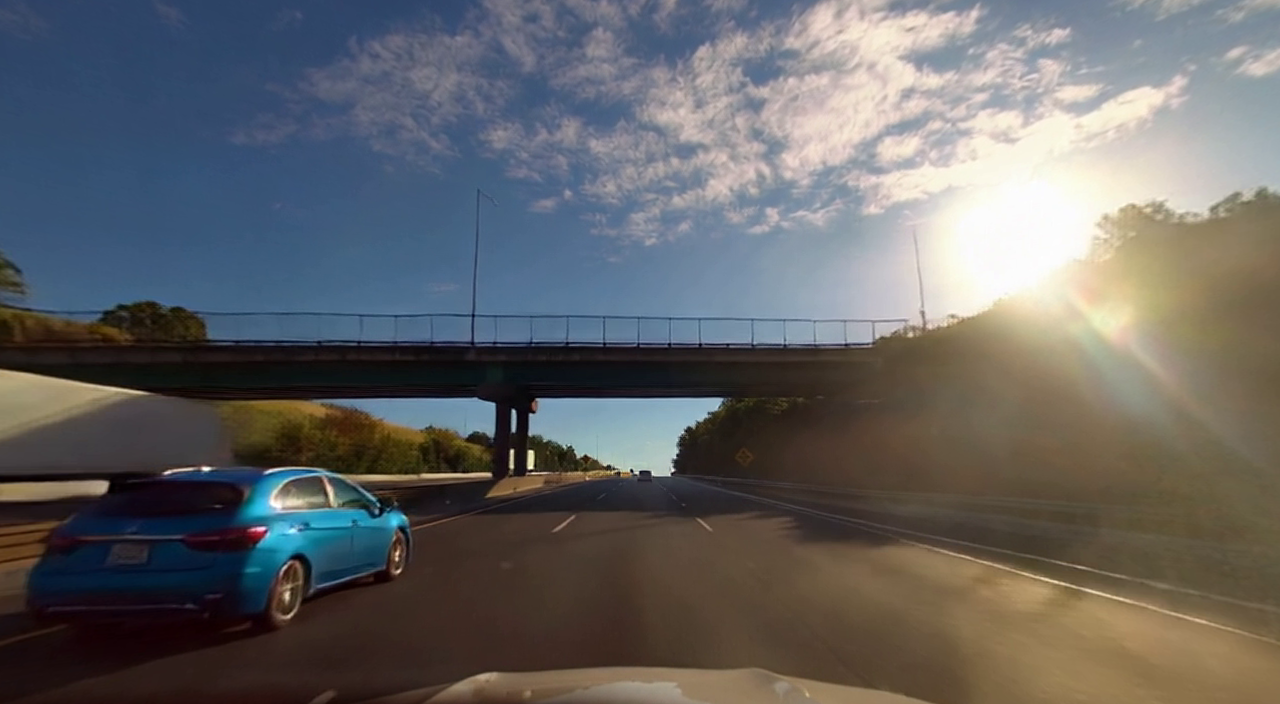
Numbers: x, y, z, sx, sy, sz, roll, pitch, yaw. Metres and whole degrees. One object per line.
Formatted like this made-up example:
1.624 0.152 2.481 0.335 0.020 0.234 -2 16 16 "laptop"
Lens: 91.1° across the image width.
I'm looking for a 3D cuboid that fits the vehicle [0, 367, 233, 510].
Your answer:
-19.736 3.101 21.332 2.893 4.010 13.120 1 -11 0 "vehicle"
